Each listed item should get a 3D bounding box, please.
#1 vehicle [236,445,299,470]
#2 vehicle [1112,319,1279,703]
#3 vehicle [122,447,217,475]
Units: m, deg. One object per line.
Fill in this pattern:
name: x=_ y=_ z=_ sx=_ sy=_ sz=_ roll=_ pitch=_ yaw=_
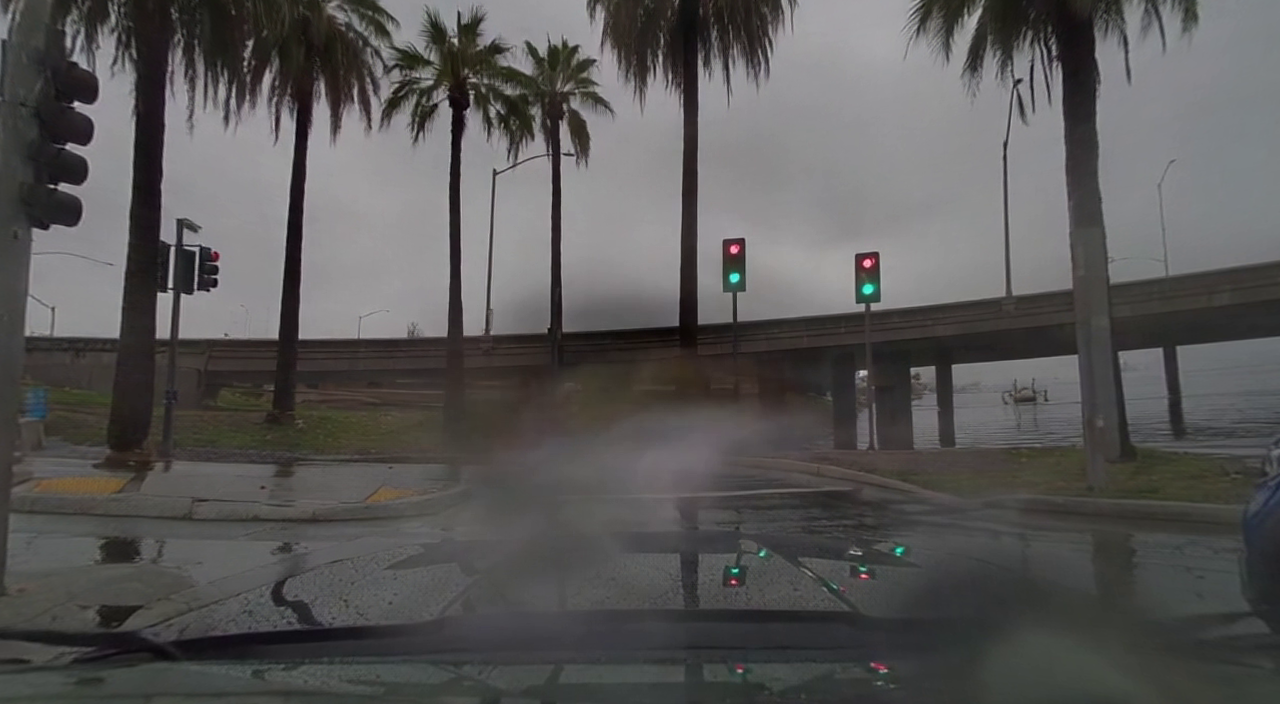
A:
vehicle: x=-26.267 y=7.420 z=44.555 sx=1.941 sy=1.631 sz=4.017 roll=0 pitch=-9 yaw=0
vehicle: x=3.458 y=0.523 z=0.789 sx=2.028 sy=1.770 sz=4.737 roll=0 pitch=-9 yaw=0
vehicle: x=-26.559 y=6.162 z=35.749 sx=1.830 sy=1.443 sz=4.551 roll=0 pitch=-9 yaw=2
